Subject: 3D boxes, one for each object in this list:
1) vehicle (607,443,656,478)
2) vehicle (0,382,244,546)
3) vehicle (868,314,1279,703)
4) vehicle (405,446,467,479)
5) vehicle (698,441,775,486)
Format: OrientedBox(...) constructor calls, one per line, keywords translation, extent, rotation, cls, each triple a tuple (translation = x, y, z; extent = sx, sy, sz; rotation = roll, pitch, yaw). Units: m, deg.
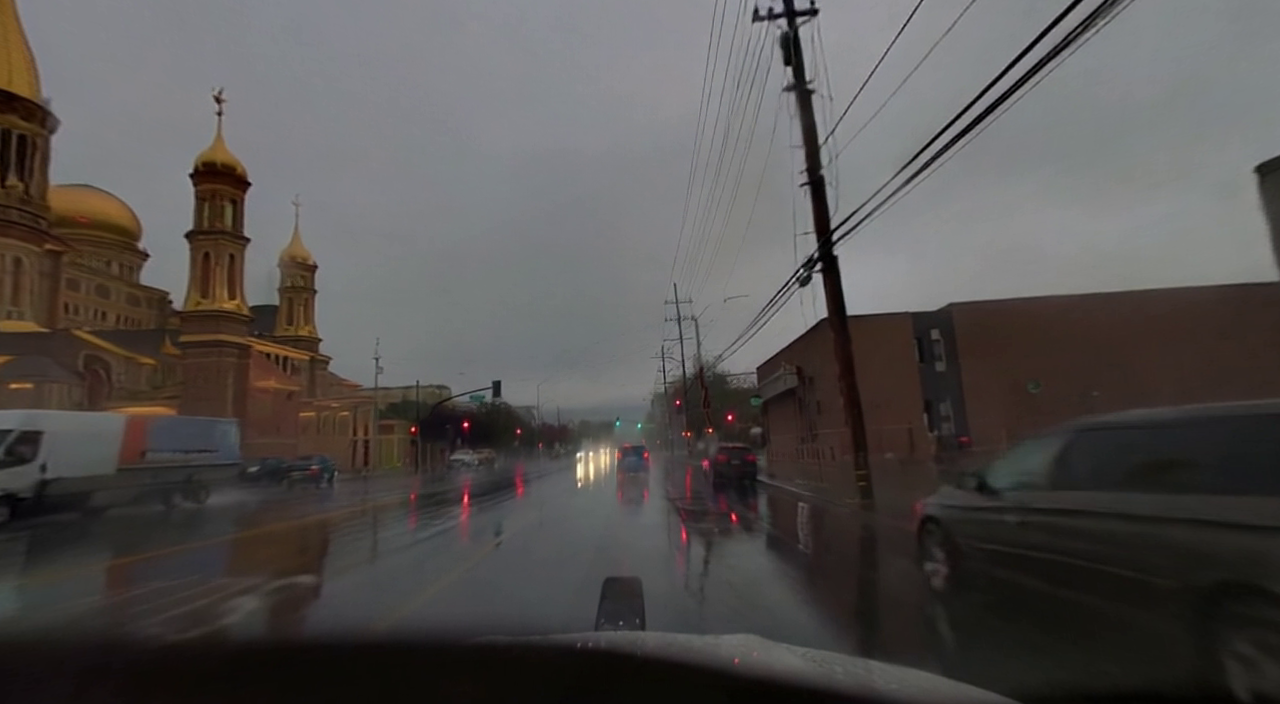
OrientedBox(translation=(-0.383, 4.900, 28.735), extent=(2.049, 1.453, 4.299), rotation=(0, -8, -1), cls="vehicle")
OrientedBox(translation=(-12.096, 2.411, 13.768), extent=(2.961, 2.739, 6.276), rotation=(-4, -8, -1), cls="vehicle")
OrientedBox(translation=(3.636, 1.034, 4.115), extent=(2.204, 1.845, 5.597), rotation=(1, -8, 0), cls="vehicle")
OrientedBox(translation=(-12.560, 6.800, 39.232), extent=(2.071, 1.814, 5.185), rotation=(-1, -8, 1), cls="vehicle")
OrientedBox(translation=(3.548, 4.190, 24.048), extent=(1.944, 1.530, 4.539), rotation=(0, -9, -4), cls="vehicle")
